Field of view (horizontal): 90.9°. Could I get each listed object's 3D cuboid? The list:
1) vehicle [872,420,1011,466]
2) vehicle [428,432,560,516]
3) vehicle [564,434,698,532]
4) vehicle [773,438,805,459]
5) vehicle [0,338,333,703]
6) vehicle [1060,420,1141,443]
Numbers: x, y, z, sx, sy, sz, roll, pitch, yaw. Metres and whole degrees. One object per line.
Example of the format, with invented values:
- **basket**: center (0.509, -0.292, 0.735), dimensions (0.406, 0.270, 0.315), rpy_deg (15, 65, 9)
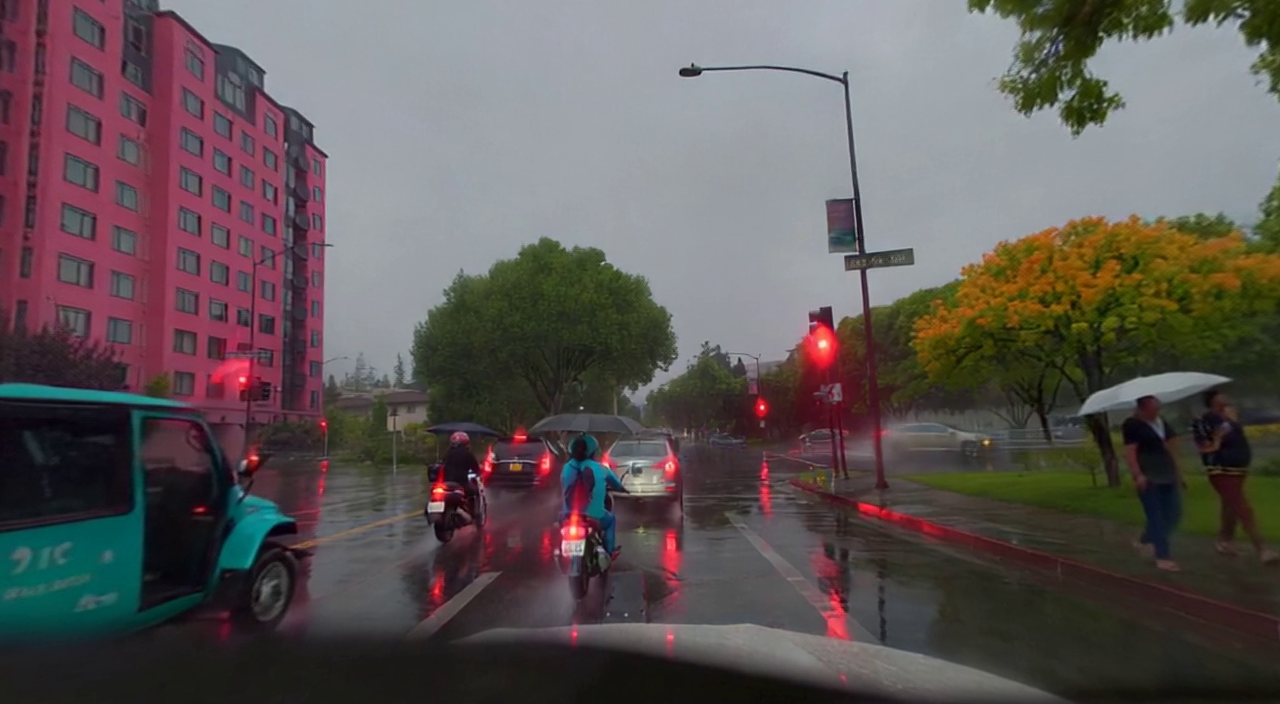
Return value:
- **vehicle**: center (13.035, 3.996, 27.609), dimensions (5.226, 1.840, 2.016), rpy_deg (-4, -9, 22)
- **vehicle**: center (-3.123, 2.705, 14.438), dimensions (1.935, 1.615, 4.073), rpy_deg (-1, -9, 2)
- **vehicle**: center (-0.102, 2.295, 11.618), dimensions (2.025, 1.458, 4.085), rpy_deg (-1, -9, 1)
- **vehicle**: center (11.494, 7.397, 48.366), dimensions (1.862, 1.456, 4.661), rpy_deg (-3, -9, 19)
- **vehicle**: center (-3.607, 0.898, 2.795), dimensions (2.000, 1.809, 4.855), rpy_deg (0, -9, 0)
- **vehicle**: center (30.774, 5.343, 42.179), dimensions (1.751, 1.420, 4.027), rpy_deg (8, -12, -42)
